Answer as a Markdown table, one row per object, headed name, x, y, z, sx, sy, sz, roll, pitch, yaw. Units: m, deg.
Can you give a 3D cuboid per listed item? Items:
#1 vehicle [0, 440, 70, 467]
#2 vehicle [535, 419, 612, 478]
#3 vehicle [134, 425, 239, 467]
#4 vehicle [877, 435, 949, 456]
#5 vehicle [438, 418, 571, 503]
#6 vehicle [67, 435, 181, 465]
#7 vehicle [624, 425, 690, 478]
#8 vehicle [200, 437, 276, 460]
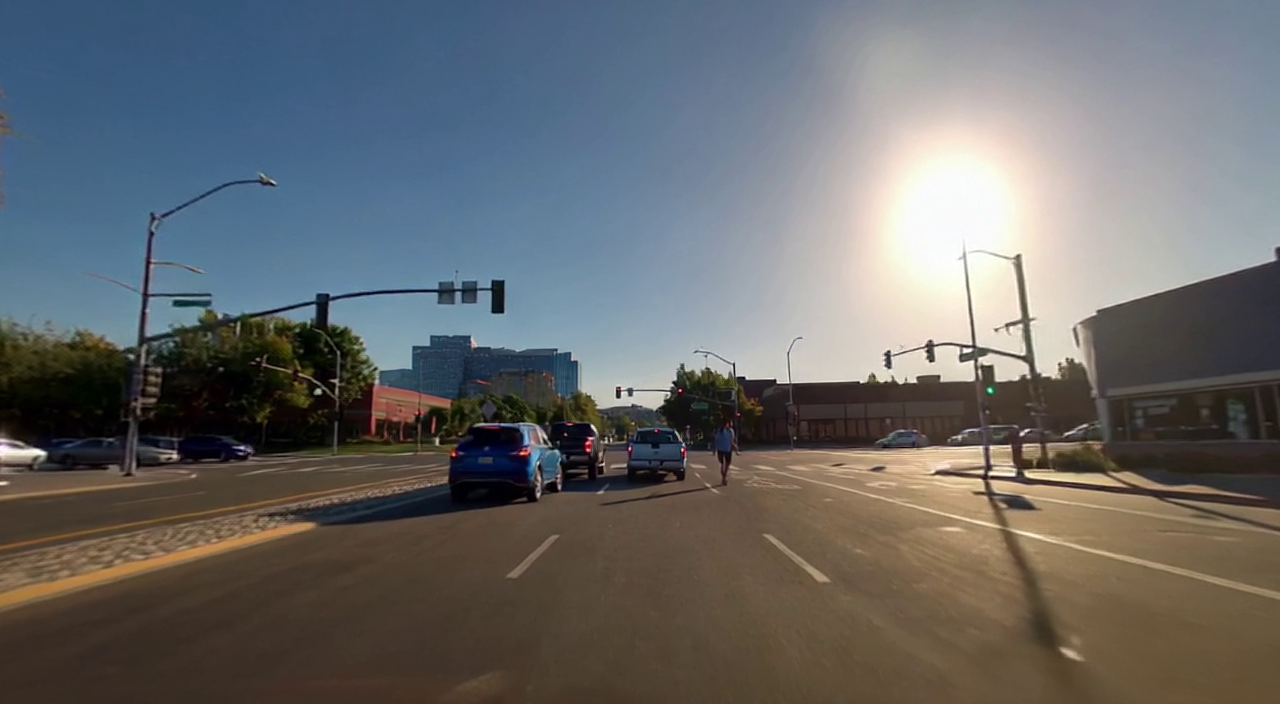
| name | x | y | z | sx | sy | sz | roll | pitch | yaw |
| --- | --- | --- | --- | --- | --- | --- | --- | --- | --- |
| vehicle | -37.602 | 6.136 | 38.121 | 4.170 | 1.551 | 1.816 | 0 | -8 | 3 |
| vehicle | -2.272 | 3.501 | 22.904 | 2.220 | 1.926 | 4.870 | 0 | -8 | 1 |
| vehicle | -32.479 | 6.688 | 45.054 | 5.884 | 2.243 | 2.287 | -6 | -5 | 1 |
| vehicle | 20.664 | 7.096 | 47.645 | 4.624 | 1.601 | 1.871 | 0 | -8 | -1 |
| vehicle | -2.999 | 2.523 | 15.003 | 2.006 | 1.707 | 4.448 | 0 | -8 | 3 |
| vehicle | -30.920 | 5.887 | 37.742 | 4.956 | 1.737 | 2.135 | 0 | -8 | 2 |
| vehicle | 0.560 | 3.635 | 23.190 | 2.204 | 1.738 | 4.690 | 0 | -8 | 0 |
| vehicle | -30.848 | 7.396 | 48.268 | 4.406 | 1.682 | 2.040 | 0 | -8 | 1 |
